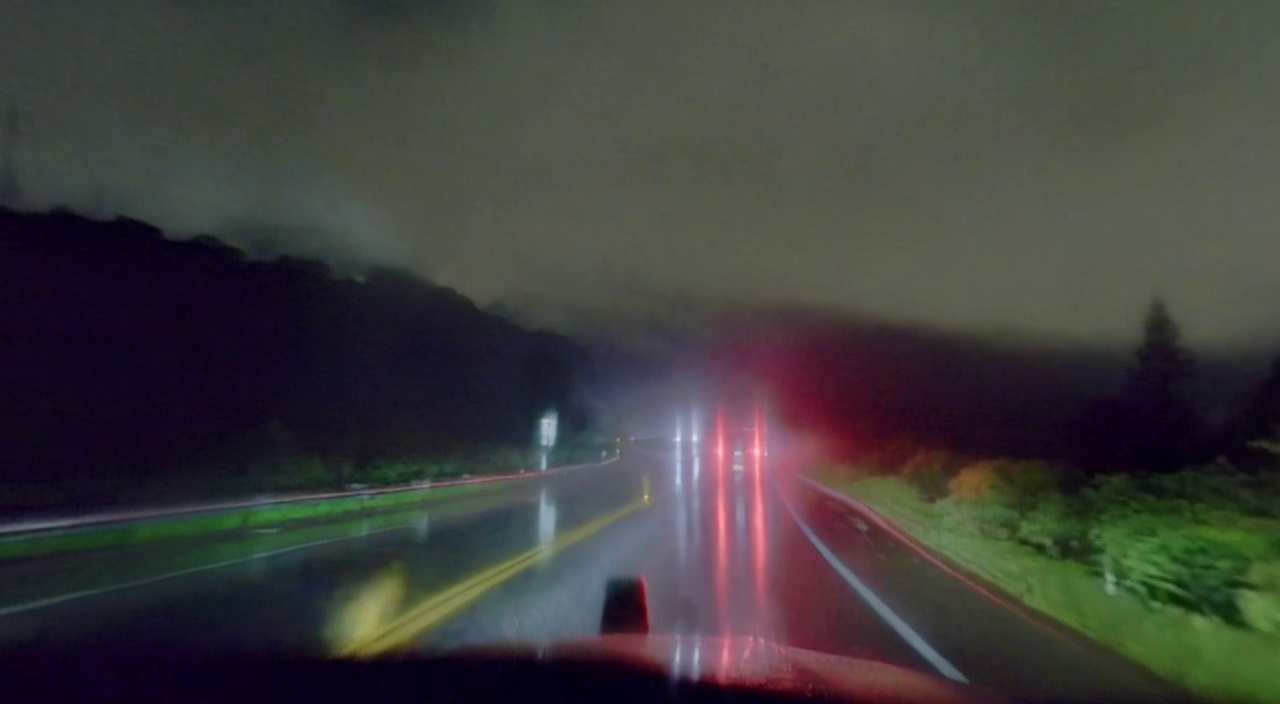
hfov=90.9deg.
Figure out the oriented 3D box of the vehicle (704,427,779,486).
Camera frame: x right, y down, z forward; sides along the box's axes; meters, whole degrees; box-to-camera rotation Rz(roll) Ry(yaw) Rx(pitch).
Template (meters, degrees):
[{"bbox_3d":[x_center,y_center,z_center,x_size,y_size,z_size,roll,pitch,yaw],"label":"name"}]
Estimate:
[{"bbox_3d":[3.897,3.978,24.359,2.500,1.961,5.637,-1,-8,9],"label":"vehicle"}]
